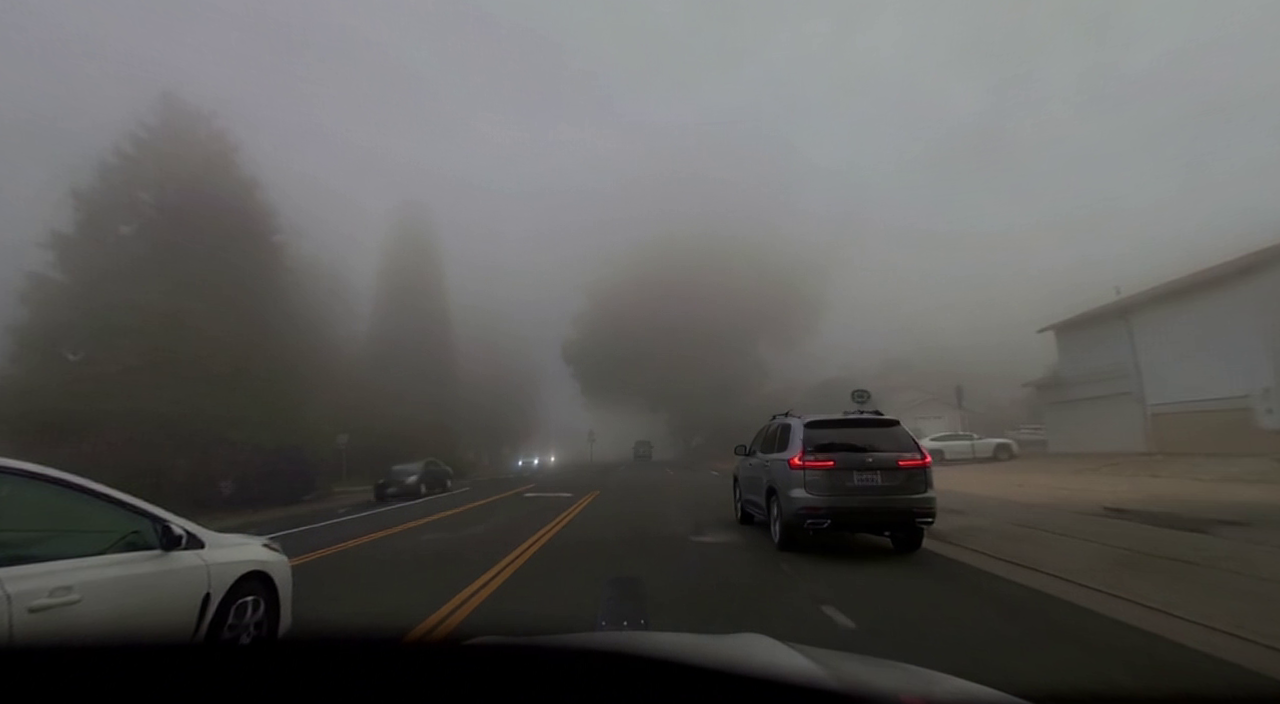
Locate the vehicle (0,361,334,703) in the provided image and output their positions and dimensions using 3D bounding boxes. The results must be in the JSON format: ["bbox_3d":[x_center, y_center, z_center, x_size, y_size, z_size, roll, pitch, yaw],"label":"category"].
[{"bbox_3d":[-3.211,0.868,2.107,2.058,1.659,4.514,0,-9,1],"label":"vehicle"}]

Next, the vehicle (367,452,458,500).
[{"bbox_3d":[-8.822,4.828,24.859,1.970,1.651,4.272,0,-9,0],"label":"vehicle"}]

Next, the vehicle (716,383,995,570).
[{"bbox_3d":[2.735,1.797,9.885,2.338,2.063,5.592,0,-9,0],"label":"vehicle"}]
